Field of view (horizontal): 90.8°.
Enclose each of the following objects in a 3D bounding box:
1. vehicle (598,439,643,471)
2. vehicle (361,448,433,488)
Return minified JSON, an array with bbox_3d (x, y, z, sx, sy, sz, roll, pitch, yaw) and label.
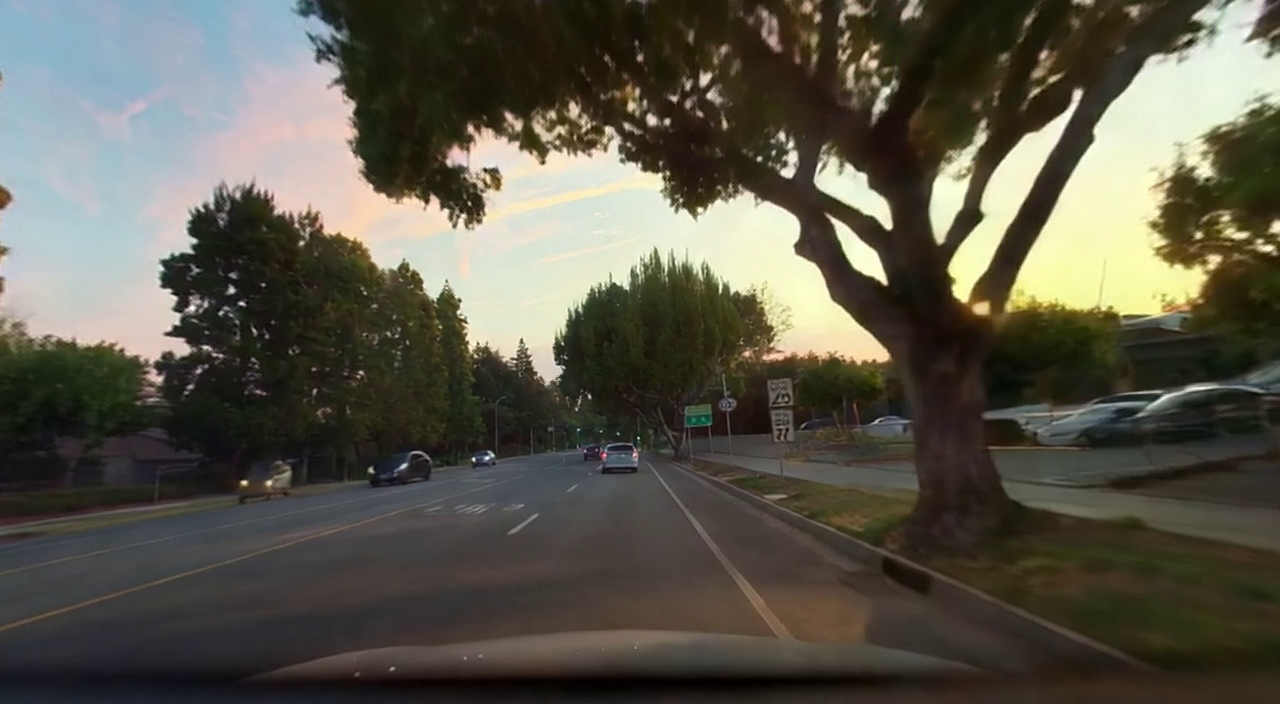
[{"bbox_3d":[-0.951,5.193,32.017,2.111,1.466,4.223,-1,-8,-1],"label":"vehicle"},{"bbox_3d":[-12.274,5.843,32.213,1.954,1.680,4.530,-4,-8,-2],"label":"vehicle"}]
